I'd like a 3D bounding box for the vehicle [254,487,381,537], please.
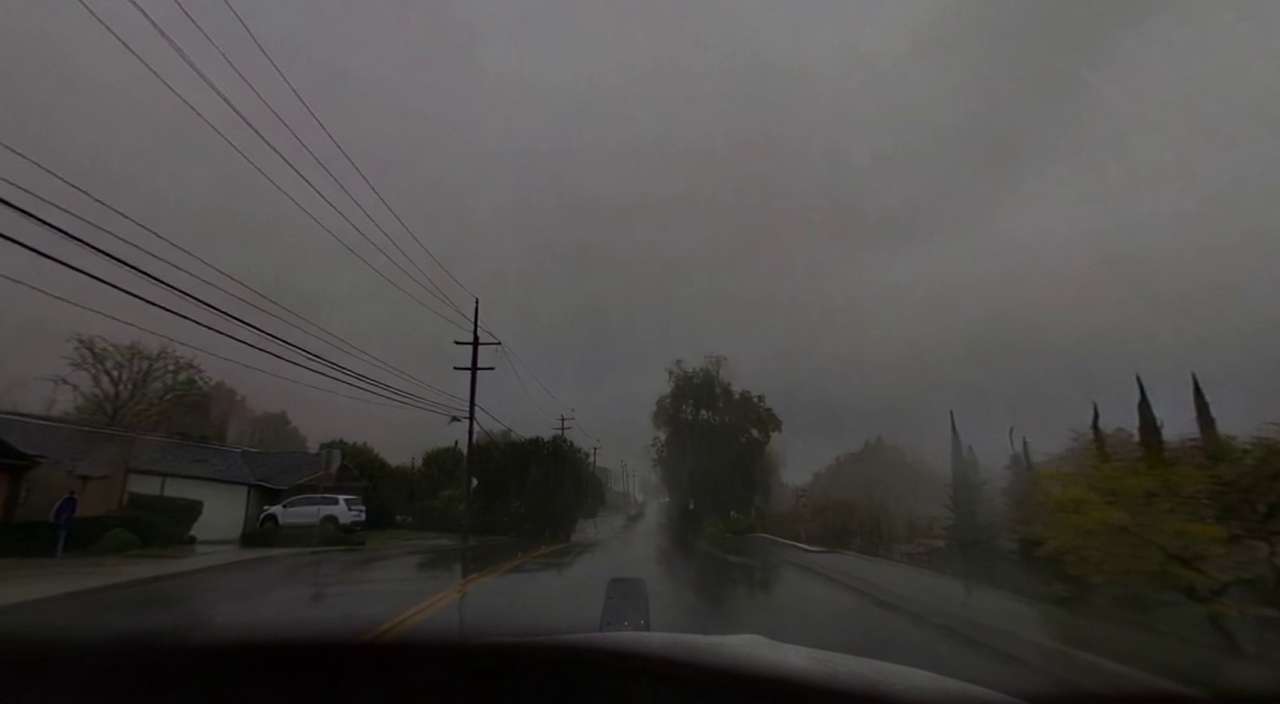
[{"bbox_3d":[-16.456,8.177,32.791,2.301,2.081,6.706,-3,-11,8],"label":"vehicle"}]
